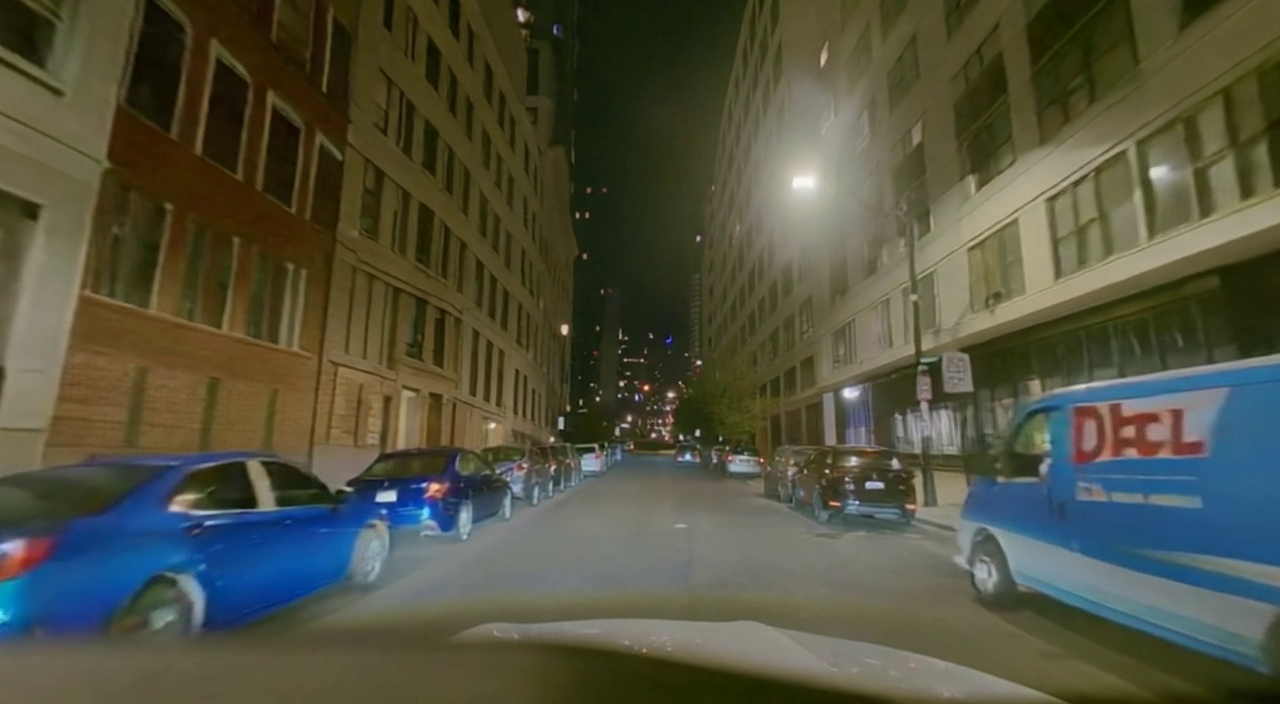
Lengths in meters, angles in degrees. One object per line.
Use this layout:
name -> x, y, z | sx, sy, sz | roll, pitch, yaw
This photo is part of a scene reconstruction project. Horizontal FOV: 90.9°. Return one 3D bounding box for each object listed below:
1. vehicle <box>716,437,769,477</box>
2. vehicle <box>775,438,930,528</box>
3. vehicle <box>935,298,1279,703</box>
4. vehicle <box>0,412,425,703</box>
vehicle -> 4.909, 5.066, 30.717 | 1.879, 1.802, 4.574 | 0, -8, 1
vehicle -> 4.092, 2.534, 12.864 | 1.896, 1.549, 3.845 | 0, -8, 1
vehicle -> 3.985, 0.903, 3.704 | 2.186, 2.024, 4.901 | 0, -8, 1
vehicle -> -3.229, 1.258, 4.575 | 1.867, 1.519, 3.920 | 2, -5, 1
